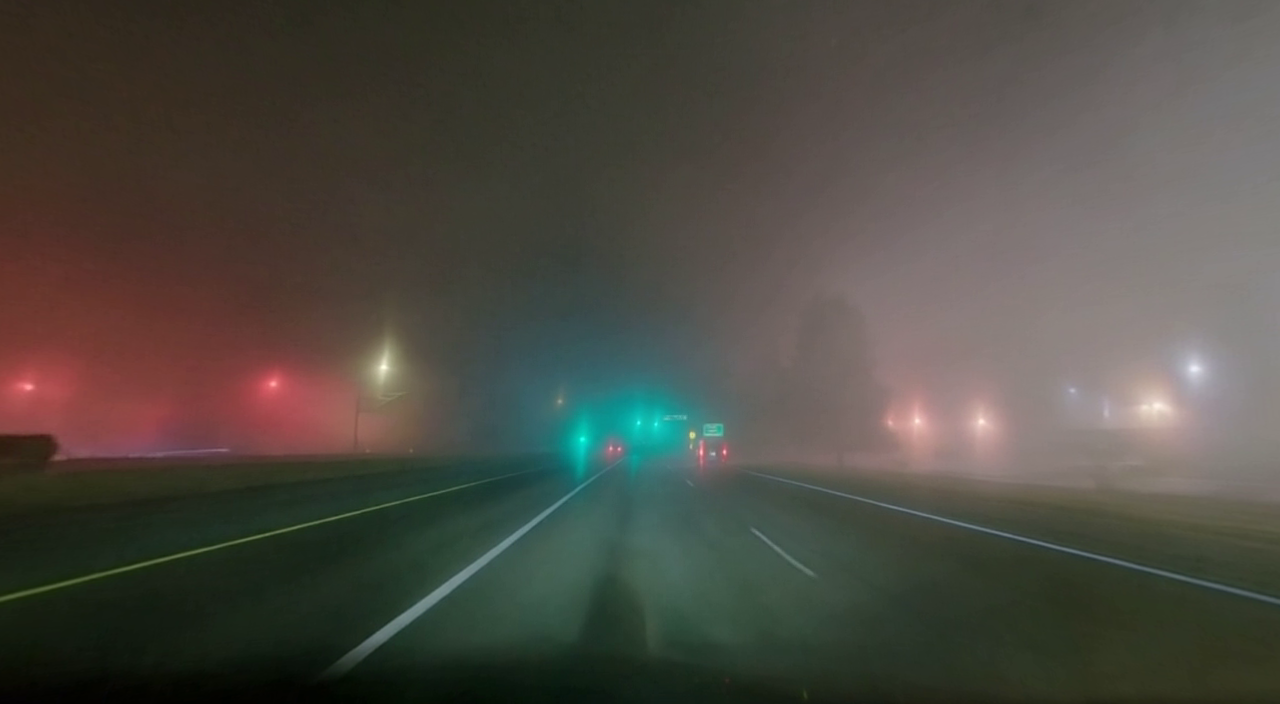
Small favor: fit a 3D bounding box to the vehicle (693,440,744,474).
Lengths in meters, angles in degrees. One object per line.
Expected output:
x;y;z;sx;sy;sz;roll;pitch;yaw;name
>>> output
3.925;5.369;32.482;2.085;1.594;4.848;0;-8;1;vehicle
